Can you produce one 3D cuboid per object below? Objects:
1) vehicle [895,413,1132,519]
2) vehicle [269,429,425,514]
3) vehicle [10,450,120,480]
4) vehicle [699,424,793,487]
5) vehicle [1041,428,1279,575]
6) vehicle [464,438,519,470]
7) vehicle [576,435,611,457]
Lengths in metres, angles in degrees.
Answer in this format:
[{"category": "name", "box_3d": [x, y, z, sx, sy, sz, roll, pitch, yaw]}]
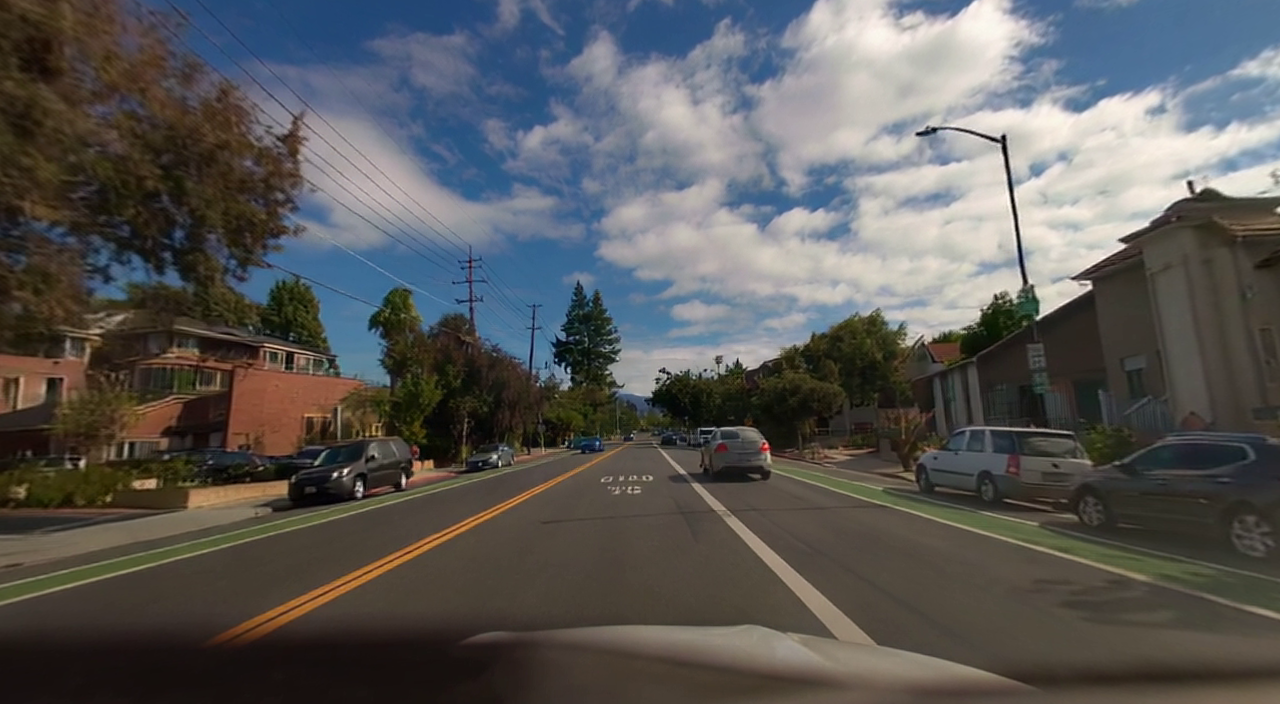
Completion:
[{"category": "vehicle", "box_3d": [7.939, 2.473, 14.311, 2.133, 1.911, 5.455, -1, -8, 2]}, {"category": "vehicle", "box_3d": [-8.940, 3.595, 19.939, 2.419, 2.087, 5.334, -3, -6, 0]}, {"category": "vehicle", "box_3d": [-32.005, 6.283, 35.321, 1.746, 1.479, 4.603, -1, -8, 2]}, {"category": "vehicle", "box_3d": [3.103, 3.151, 19.531, 2.004, 1.704, 4.573, 0, -8, -1]}, {"category": "vehicle", "box_3d": [7.550, 1.799, 8.070, 1.862, 1.492, 4.571, 2, -8, 0]}, {"category": "vehicle", "box_3d": [-8.906, 6.149, 38.213, 2.228, 1.825, 4.522, 0, -8, -1]}, {"category": "vehicle", "box_3d": [-3.485, 7.099, 47.725, 2.054, 1.506, 4.325, -1, -8, 4]}]
